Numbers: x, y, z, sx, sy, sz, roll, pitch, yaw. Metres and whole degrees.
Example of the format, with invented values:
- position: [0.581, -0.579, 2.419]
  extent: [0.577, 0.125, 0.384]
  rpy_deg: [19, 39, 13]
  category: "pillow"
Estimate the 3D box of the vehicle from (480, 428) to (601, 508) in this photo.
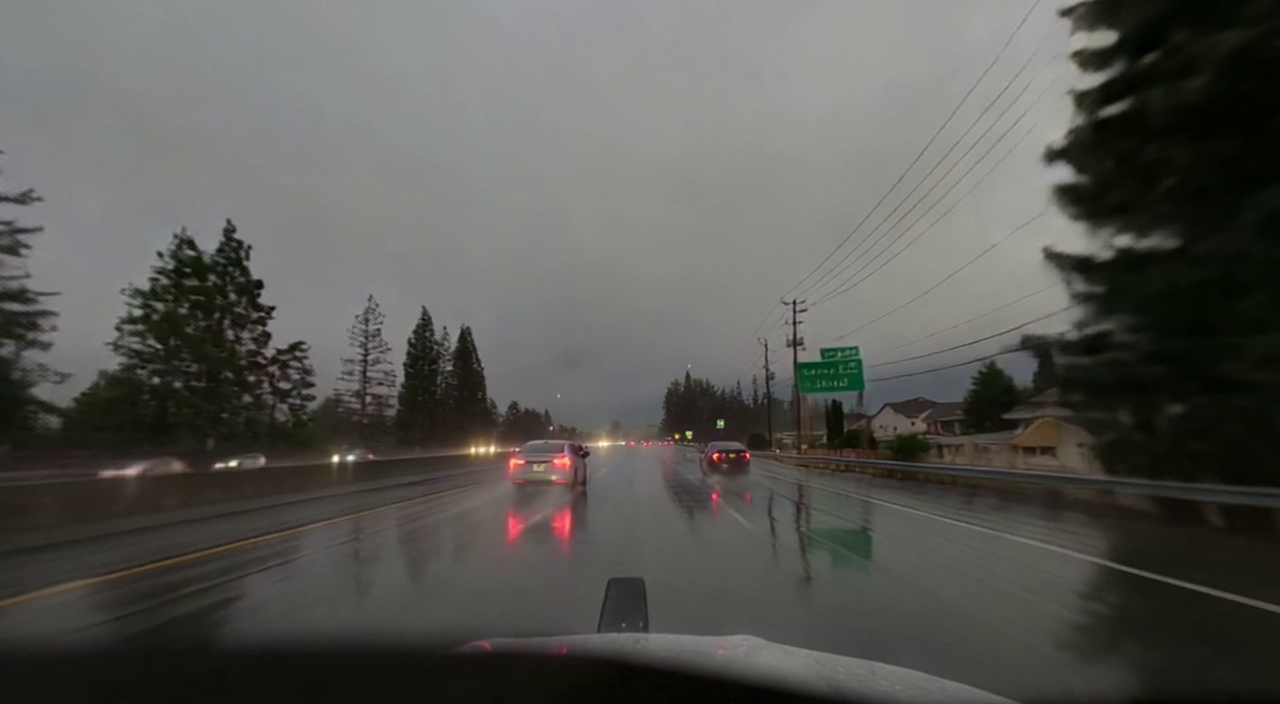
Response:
- position: [-2.169, 2.681, 15.079]
  extent: [2.049, 1.620, 4.153]
  rpy_deg: [0, -8, 2]
  category: "vehicle"

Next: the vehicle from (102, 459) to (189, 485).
- position: [-31.832, 7.713, 40.799]
  extent: [1.796, 1.486, 4.715]
  rpy_deg: [0, -8, 1]
  category: "vehicle"

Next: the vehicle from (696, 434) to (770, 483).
- position: [3.244, 3.797, 22.734]
  extent: [1.996, 1.579, 3.841]
  rpy_deg: [0, -8, -1]
  category: "vehicle"
